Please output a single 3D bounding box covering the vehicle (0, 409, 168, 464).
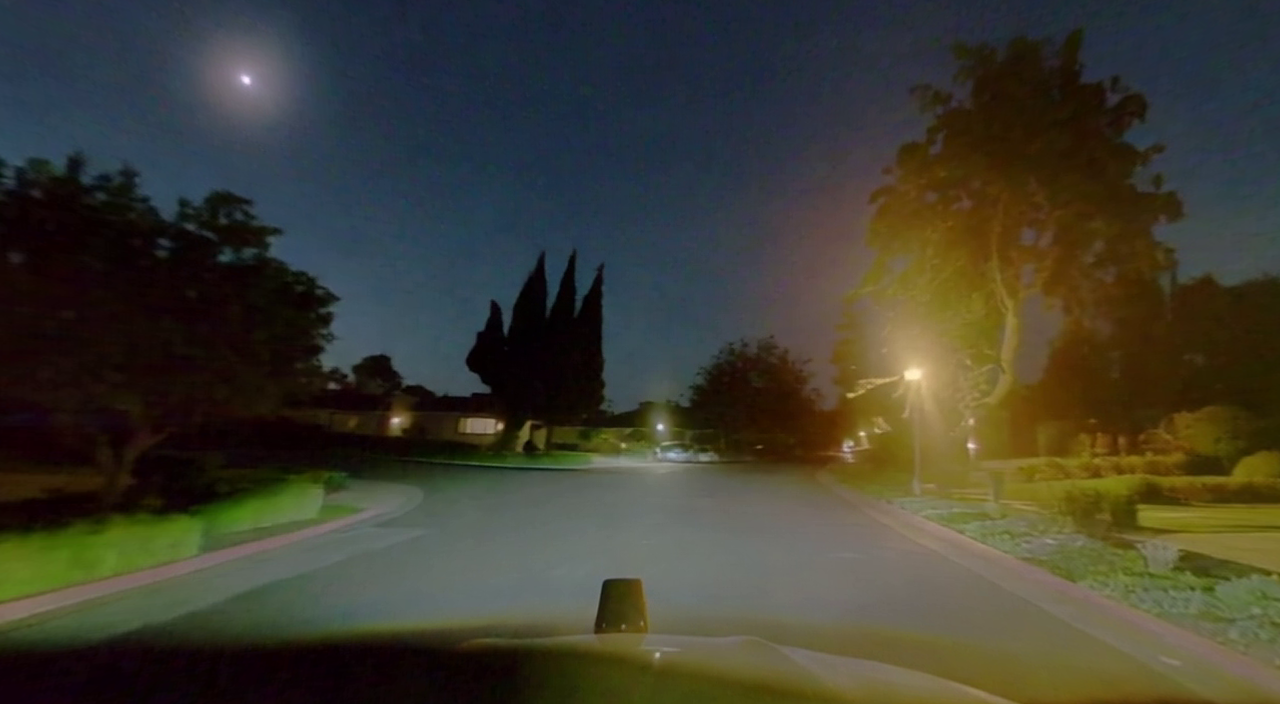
[{"bbox_3d":[-18.429,2.764,20.252,1.791,1.517,5.089,-5,-9,15],"label":"vehicle"}]

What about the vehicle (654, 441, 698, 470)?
[{"bbox_3d":[2.547,7.127,43.519,2.180,1.752,4.700,-5,-9,12],"label":"vehicle"}]
